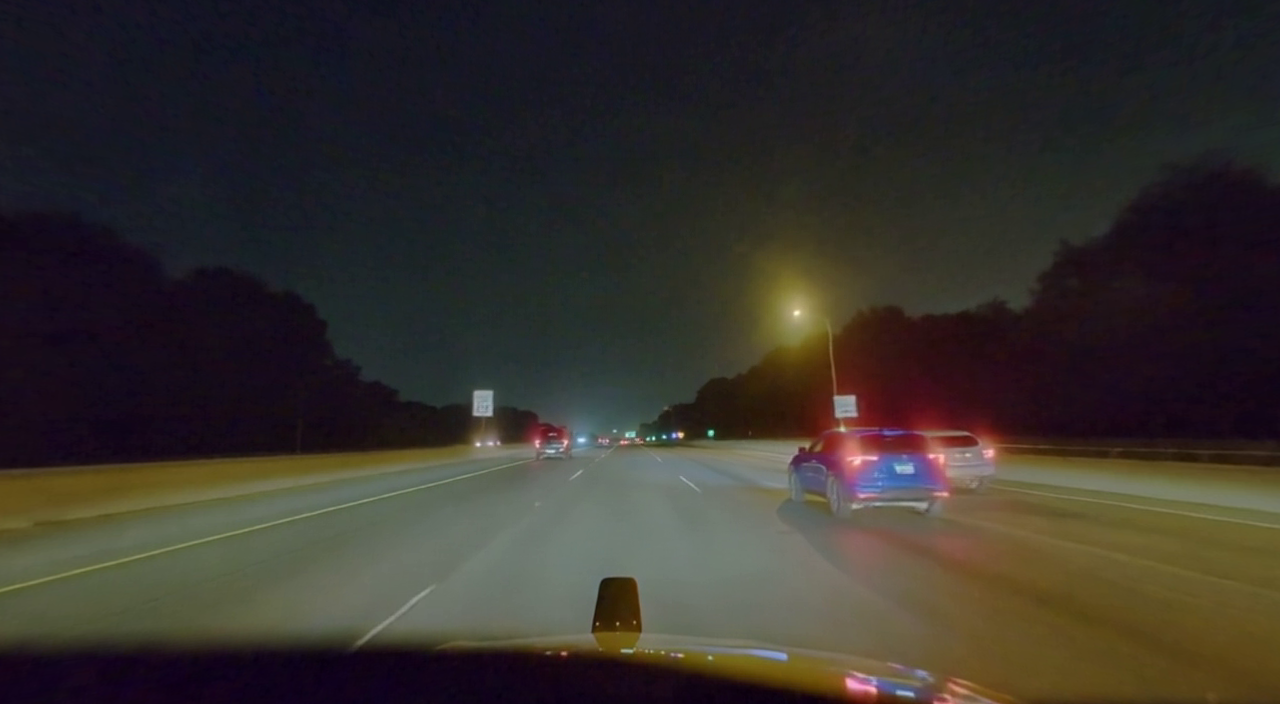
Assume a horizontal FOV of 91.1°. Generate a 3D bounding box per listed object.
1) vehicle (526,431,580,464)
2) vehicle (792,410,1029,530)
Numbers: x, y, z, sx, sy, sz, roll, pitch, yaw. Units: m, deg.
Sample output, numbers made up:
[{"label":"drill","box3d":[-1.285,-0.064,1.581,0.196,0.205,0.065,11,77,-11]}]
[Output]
[{"label":"vehicle","box3d":[-4.070,4.525,30.043,2.032,1.465,4.316,0,-8,-1]},{"label":"vehicle","box3d":[4.099,1.845,10.427,2.011,1.576,4.060,0,-8,-2]}]
